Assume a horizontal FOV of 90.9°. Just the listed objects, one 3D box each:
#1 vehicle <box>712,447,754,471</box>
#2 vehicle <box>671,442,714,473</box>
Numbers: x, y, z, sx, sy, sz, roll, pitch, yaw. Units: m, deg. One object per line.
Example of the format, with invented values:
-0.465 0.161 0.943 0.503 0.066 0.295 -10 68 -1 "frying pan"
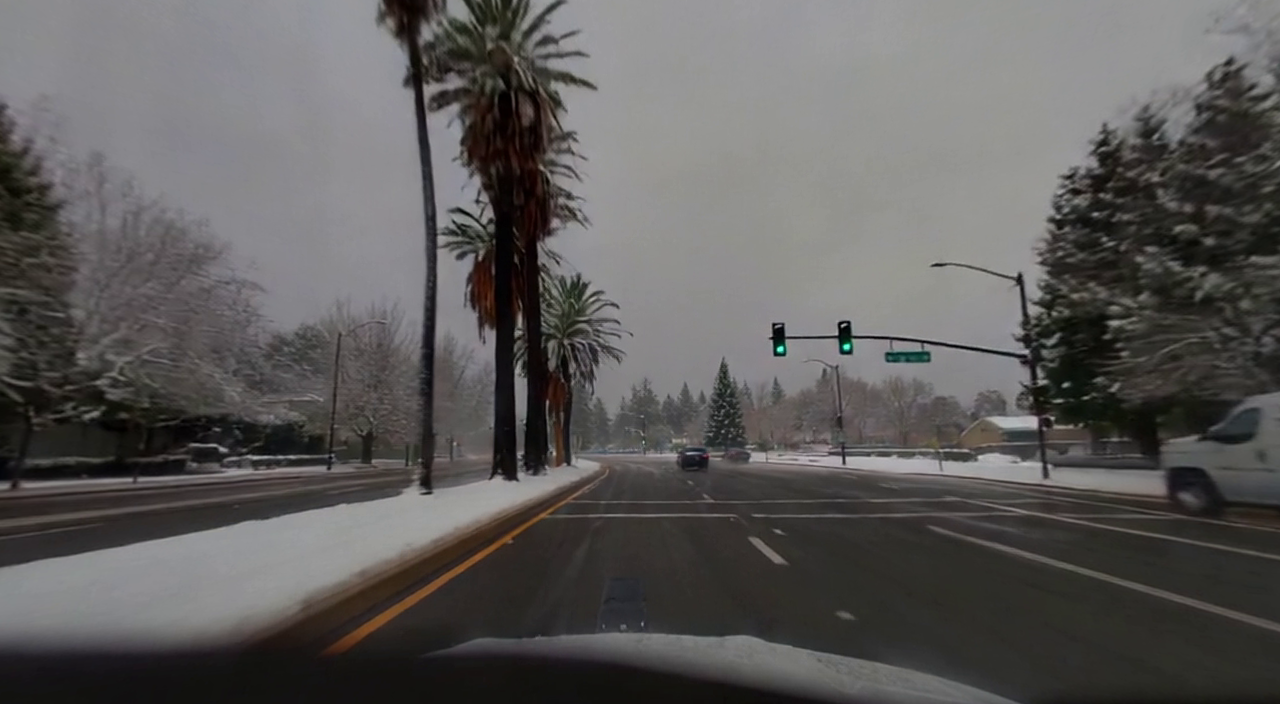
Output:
6.513 7.587 44.814 1.969 1.522 4.609 0 -9 -4 "vehicle"
3.286 6.687 40.191 2.046 1.818 4.603 0 -9 -4 "vehicle"
